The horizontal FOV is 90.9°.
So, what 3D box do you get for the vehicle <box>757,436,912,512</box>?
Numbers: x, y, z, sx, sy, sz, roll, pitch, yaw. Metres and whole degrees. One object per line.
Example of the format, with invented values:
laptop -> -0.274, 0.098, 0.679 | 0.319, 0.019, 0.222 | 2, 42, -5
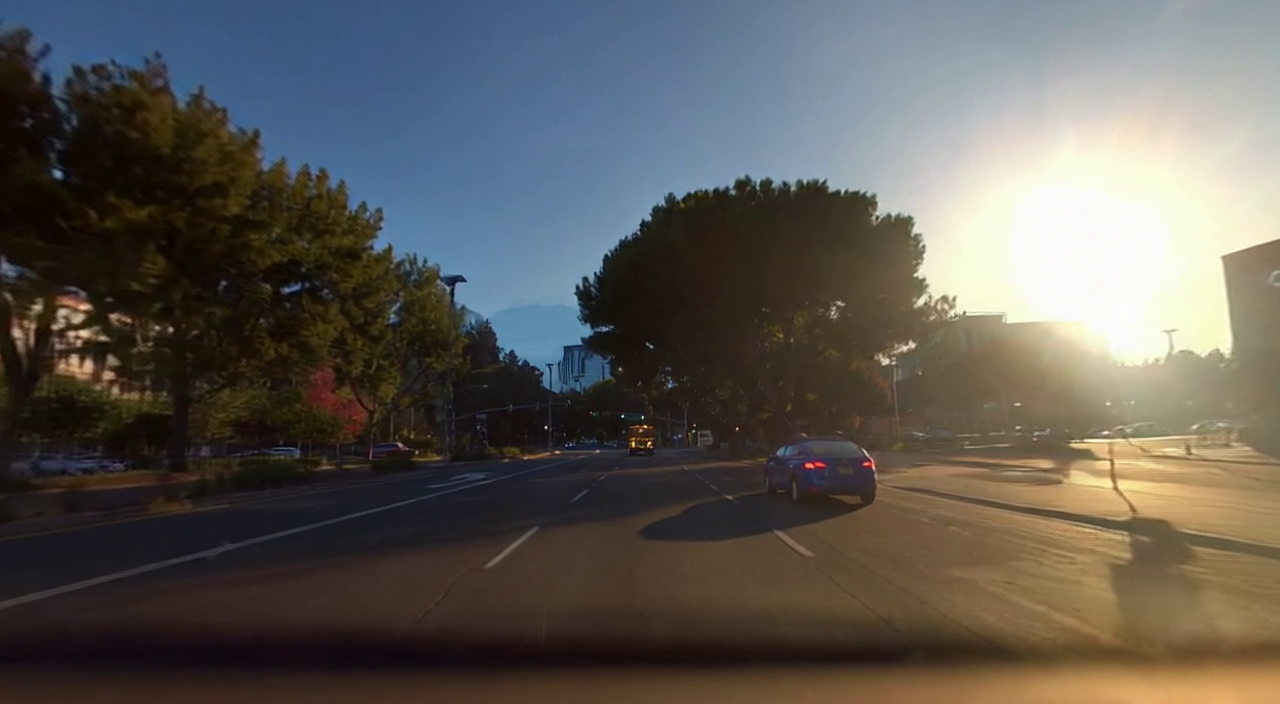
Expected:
vehicle -> 4.217, 2.716, 14.608 | 2.005, 1.442, 4.675 | 0, -8, -1
